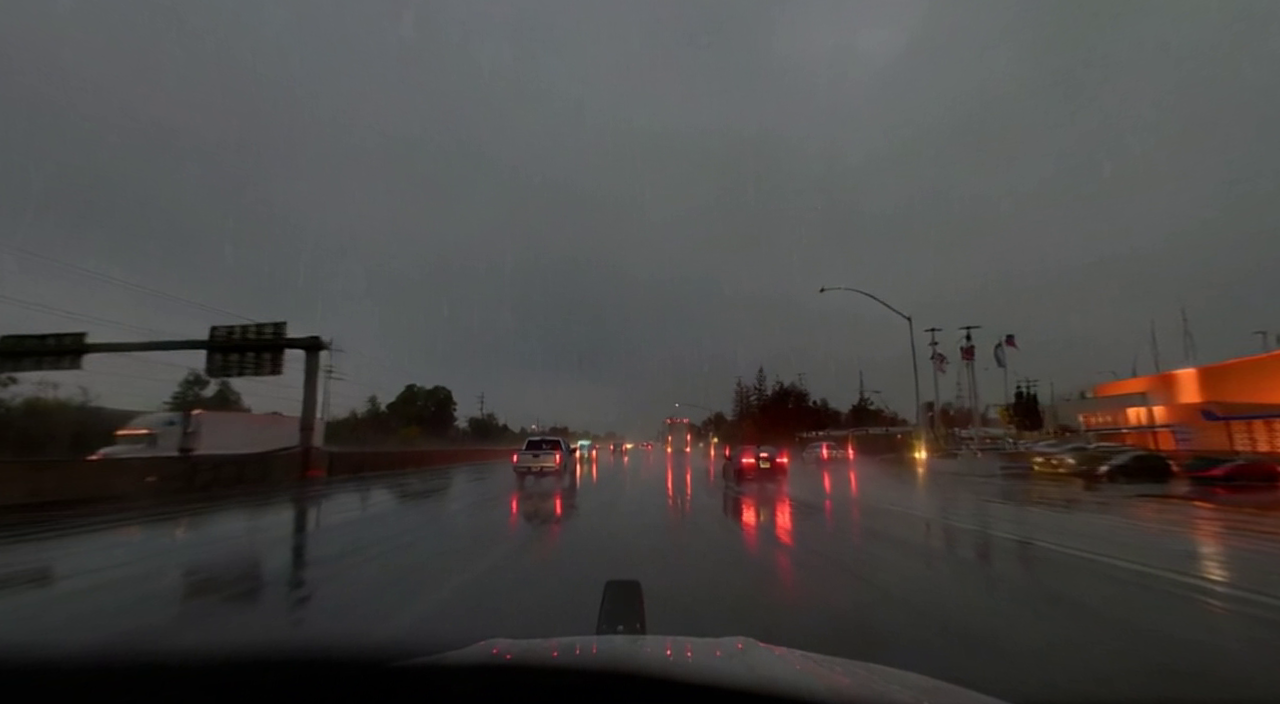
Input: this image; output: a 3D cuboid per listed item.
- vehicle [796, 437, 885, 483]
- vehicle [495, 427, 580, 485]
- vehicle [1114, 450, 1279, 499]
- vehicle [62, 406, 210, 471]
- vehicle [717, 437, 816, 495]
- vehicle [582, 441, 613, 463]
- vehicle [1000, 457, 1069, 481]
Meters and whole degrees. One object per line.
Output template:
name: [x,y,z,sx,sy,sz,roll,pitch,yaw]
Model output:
vehicle: [7.561,4.114,24.238,2.075,1.587,3.947,0,-9,-1]
vehicle: [-3.490,3.664,22.372,2.130,1.799,4.583,0,-9,1]
vehicle: [27.906,6.130,31.762,5.755,2.190,2.484,-2,-9,2]
vehicle: [-31.843,5.574,40.297,3.047,3.762,7.103,0,-9,4]
vehicle: [3.580,3.328,18.742,1.980,1.501,4.433,0,-9,-1]
vehicle: [-3.046,7.334,46.260,1.929,1.521,4.097,0,-9,1]
vehicle: [29.397,8.716,46.971,3.800,1.507,1.789,-3,-9,3]
